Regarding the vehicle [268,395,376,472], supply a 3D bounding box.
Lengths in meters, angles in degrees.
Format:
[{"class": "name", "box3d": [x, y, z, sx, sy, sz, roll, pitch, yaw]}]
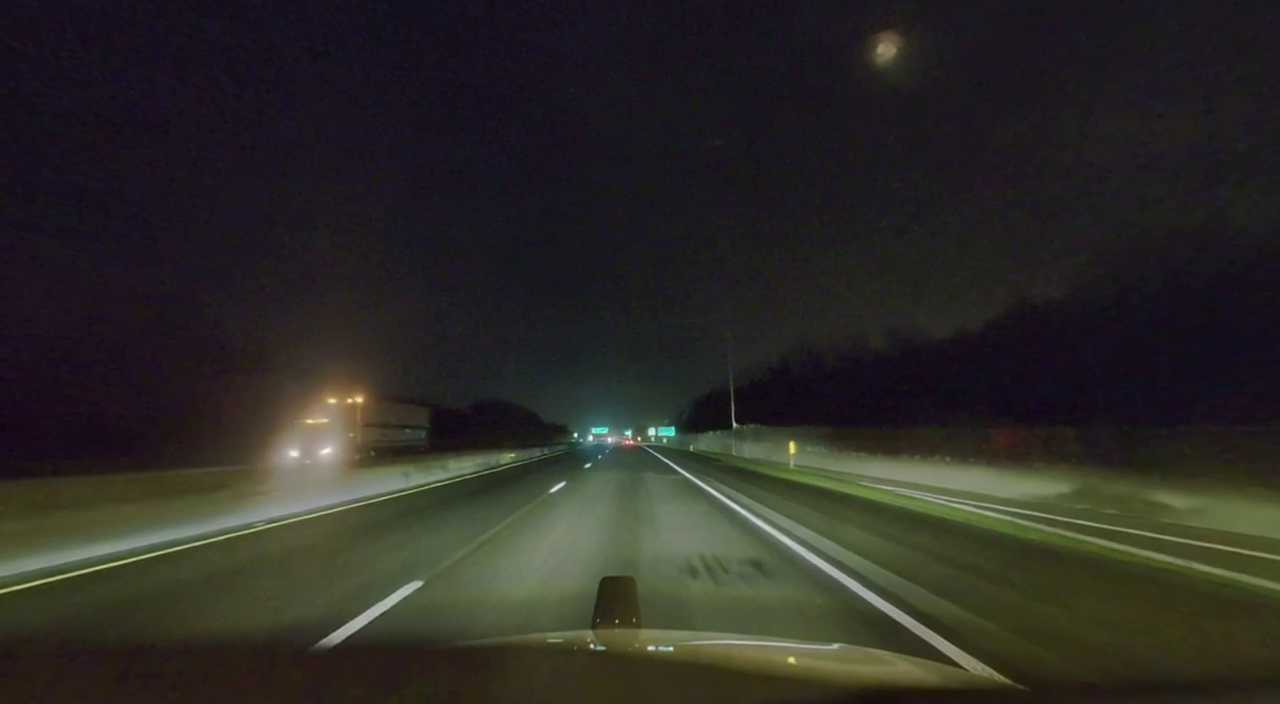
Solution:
[{"class": "vehicle", "box3d": [-17.763, 4.645, 35.795, 2.992, 3.988, 5.920, 0, -8, -1]}]
